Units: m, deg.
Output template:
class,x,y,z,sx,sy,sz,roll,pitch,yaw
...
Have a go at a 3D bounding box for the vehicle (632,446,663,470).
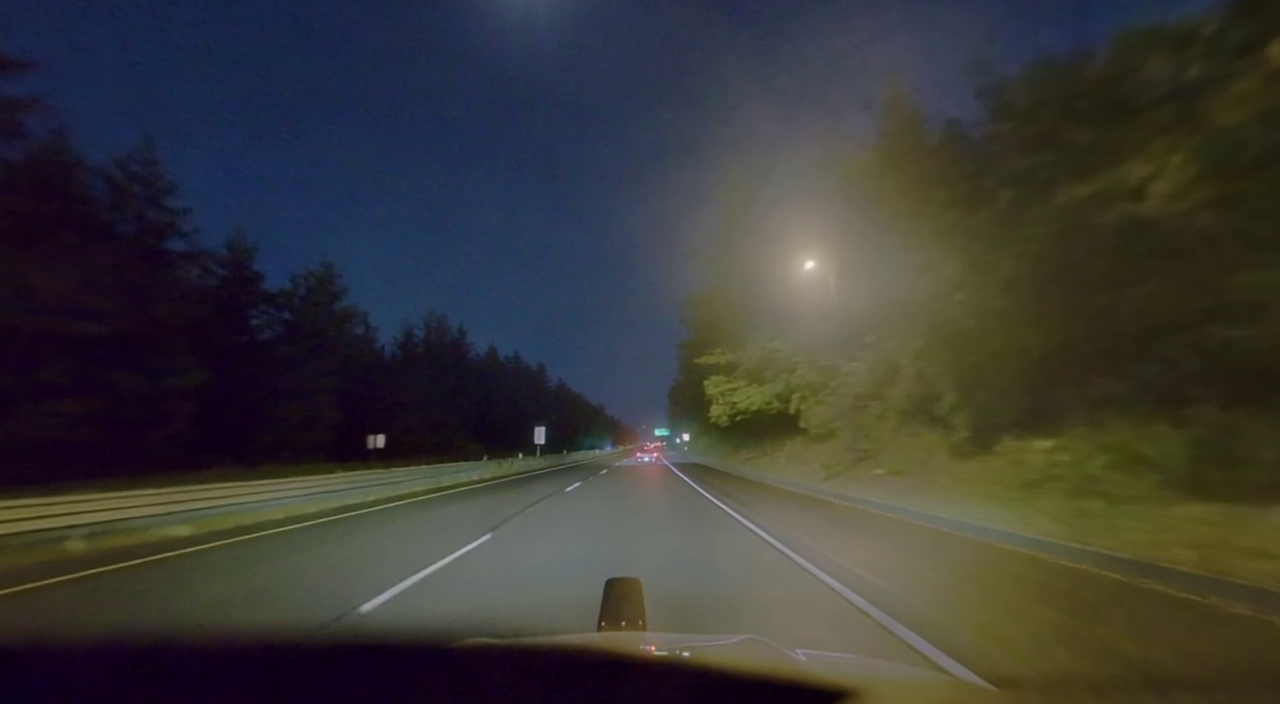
class,x,y,z,sx,sy,sz,roll,pitch,yaw
vehicle,0.502,6.959,41.410,1.934,1.488,3.832,0,-9,1
